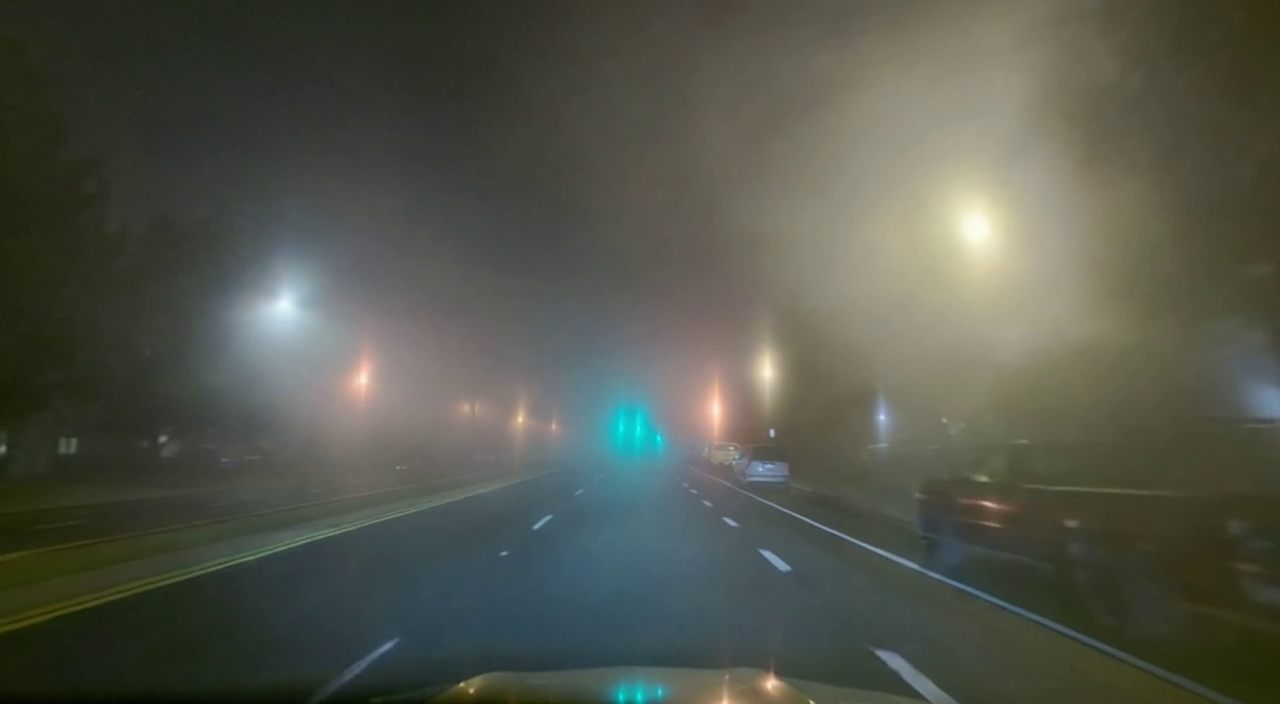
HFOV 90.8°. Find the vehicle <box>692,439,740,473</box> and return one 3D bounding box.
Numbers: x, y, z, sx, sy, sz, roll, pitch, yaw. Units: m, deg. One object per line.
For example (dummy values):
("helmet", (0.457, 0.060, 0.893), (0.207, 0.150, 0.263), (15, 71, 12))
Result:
("vehicle", (4.346, 6.062, 37.057), (2.078, 1.837, 5.088), (0, -9, -1))

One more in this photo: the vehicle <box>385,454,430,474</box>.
("vehicle", (-17.771, 8.539, 48.522), (1.831, 1.428, 4.456), (0, -9, 0))

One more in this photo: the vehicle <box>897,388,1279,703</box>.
("vehicle", (4.461, 1.424, 5.808), (2.077, 1.718, 4.885), (0, -9, -1))

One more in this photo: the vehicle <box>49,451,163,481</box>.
("vehicle", (-28.789, 6.134, 34.147), (4.376, 1.482, 1.933), (-1, -9, 1))

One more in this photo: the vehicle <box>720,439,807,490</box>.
("vehicle", (4.507, 4.190, 23.925), (2.154, 1.718, 4.980), (0, -9, -2))
